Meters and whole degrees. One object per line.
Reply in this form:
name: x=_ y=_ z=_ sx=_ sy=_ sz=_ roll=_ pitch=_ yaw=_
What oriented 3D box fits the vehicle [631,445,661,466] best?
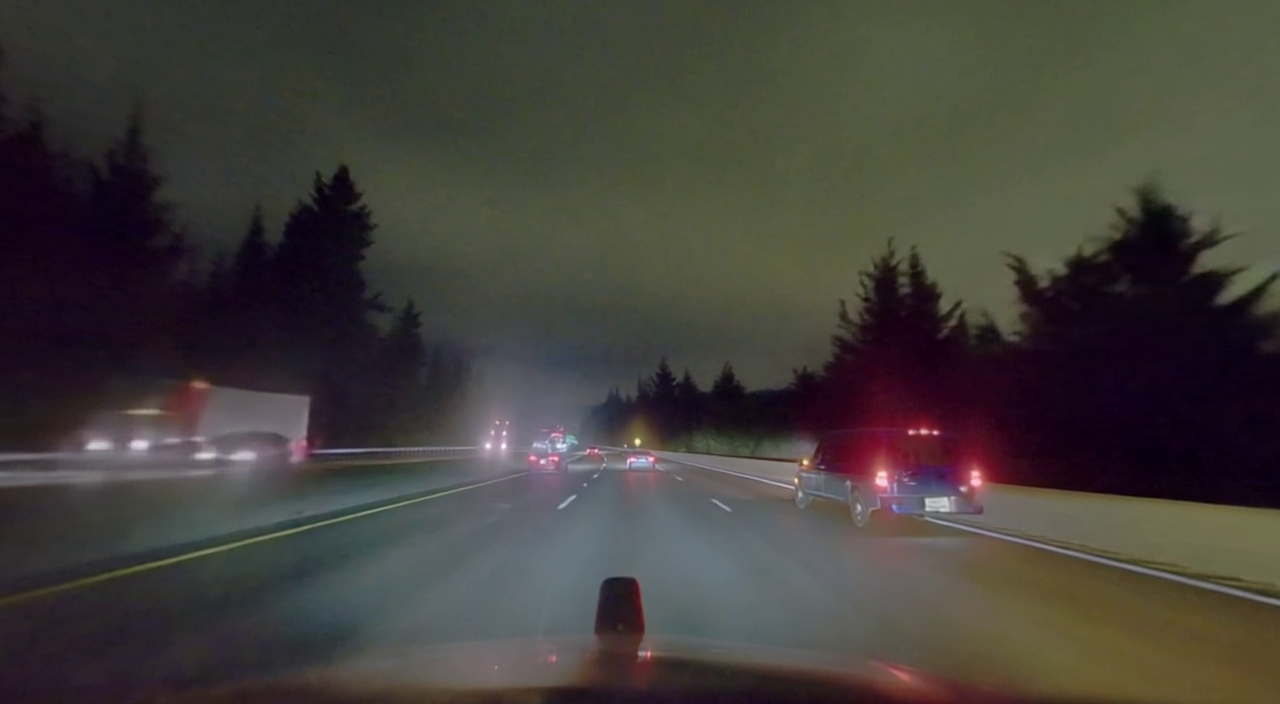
vehicle: x=0.390 y=7.511 z=45.883 sx=2.008 sy=1.499 sz=3.192 roll=0 pitch=-9 yaw=-3

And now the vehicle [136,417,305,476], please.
vehicle: x=-12.568 y=2.908 z=19.378 sx=1.988 sy=1.578 sz=4.686 roll=0 pitch=-9 yaw=-1

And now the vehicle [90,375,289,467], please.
vehicle: x=-17.552 y=2.922 z=25.379 sx=2.562 sy=3.155 sz=7.175 roll=0 pitch=-9 yaw=0

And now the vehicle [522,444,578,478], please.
vehicle: x=-4.201 y=5.146 z=30.111 sx=2.054 sy=1.500 sz=4.469 roll=0 pitch=-9 yaw=-1
